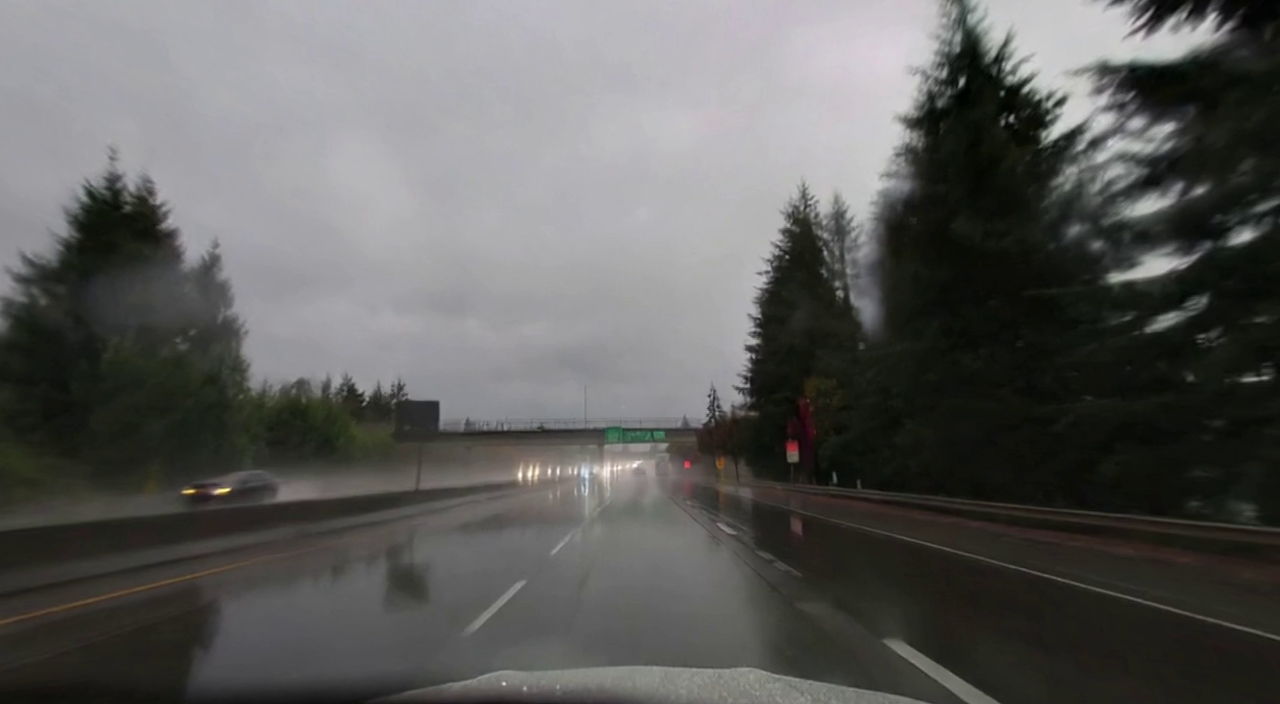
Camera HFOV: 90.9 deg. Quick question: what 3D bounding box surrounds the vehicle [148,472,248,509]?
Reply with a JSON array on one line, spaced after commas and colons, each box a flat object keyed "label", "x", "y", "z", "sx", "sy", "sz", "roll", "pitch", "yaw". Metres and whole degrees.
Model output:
[{"label": "vehicle", "x": -19.348, "y": 6.062, "z": 27.793, "sx": 1.764, "sy": 1.480, "sz": 3.584, "roll": 1, "pitch": -10, "yaw": 0}]
